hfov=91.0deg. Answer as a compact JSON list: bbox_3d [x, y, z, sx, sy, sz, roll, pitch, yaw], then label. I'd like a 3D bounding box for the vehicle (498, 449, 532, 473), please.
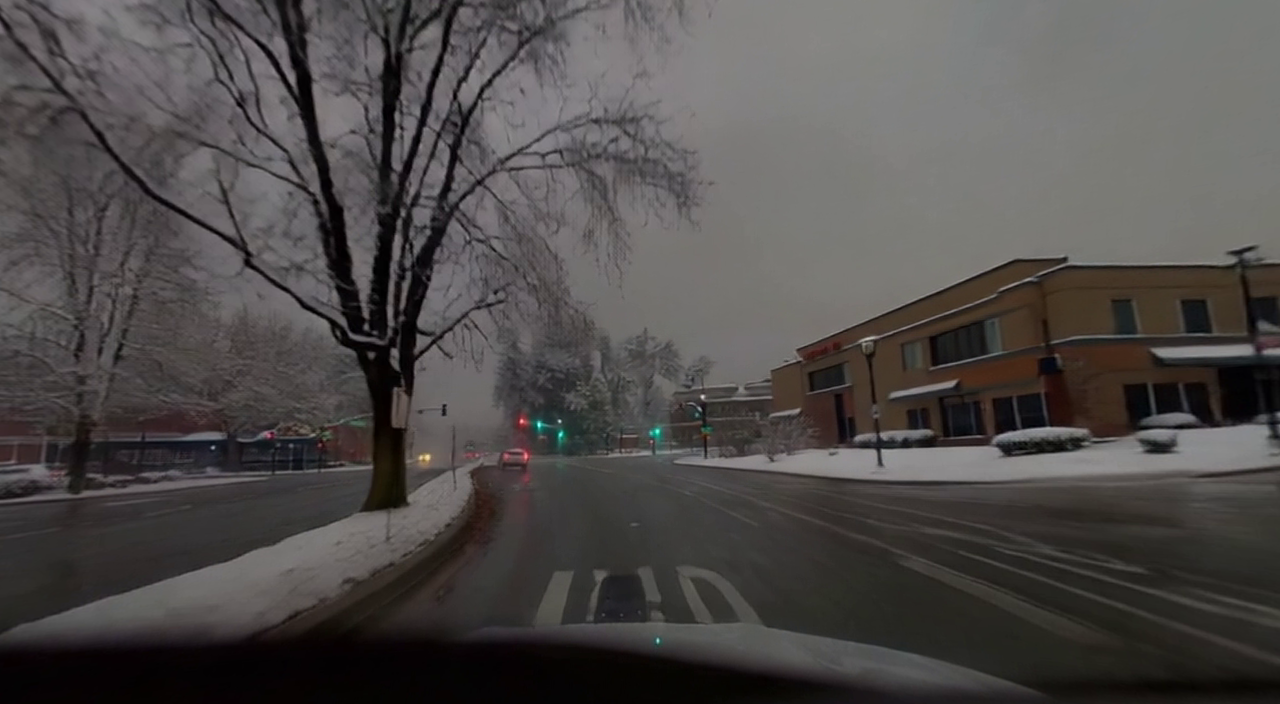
[{"bbox_3d":[-8.394,7.256,41.960,2.018,1.512,4.304,2,-10,-13],"label":"vehicle"}]
